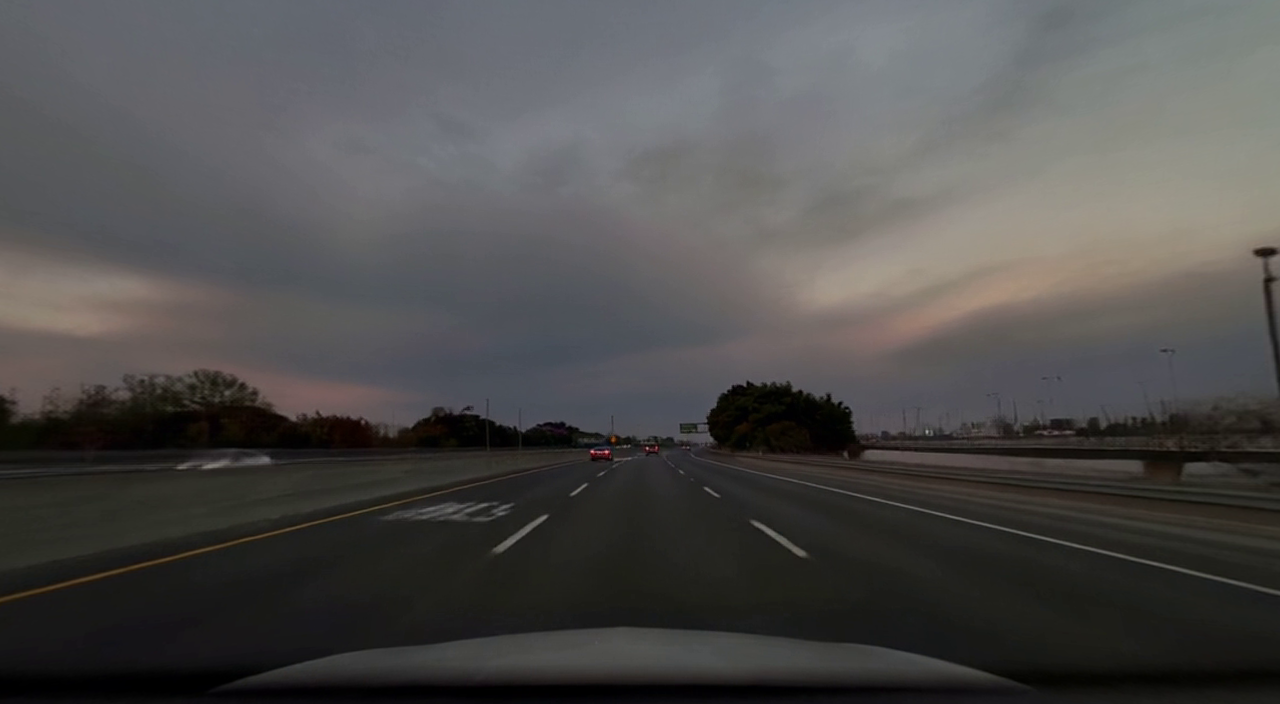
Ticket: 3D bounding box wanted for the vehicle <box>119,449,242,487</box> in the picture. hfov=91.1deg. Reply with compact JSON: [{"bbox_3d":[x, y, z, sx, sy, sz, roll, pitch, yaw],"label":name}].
[{"bbox_3d":[-20.310,5.109,28.073,1.866,1.510,4.728,0,-9,1],"label":"vehicle"}]
